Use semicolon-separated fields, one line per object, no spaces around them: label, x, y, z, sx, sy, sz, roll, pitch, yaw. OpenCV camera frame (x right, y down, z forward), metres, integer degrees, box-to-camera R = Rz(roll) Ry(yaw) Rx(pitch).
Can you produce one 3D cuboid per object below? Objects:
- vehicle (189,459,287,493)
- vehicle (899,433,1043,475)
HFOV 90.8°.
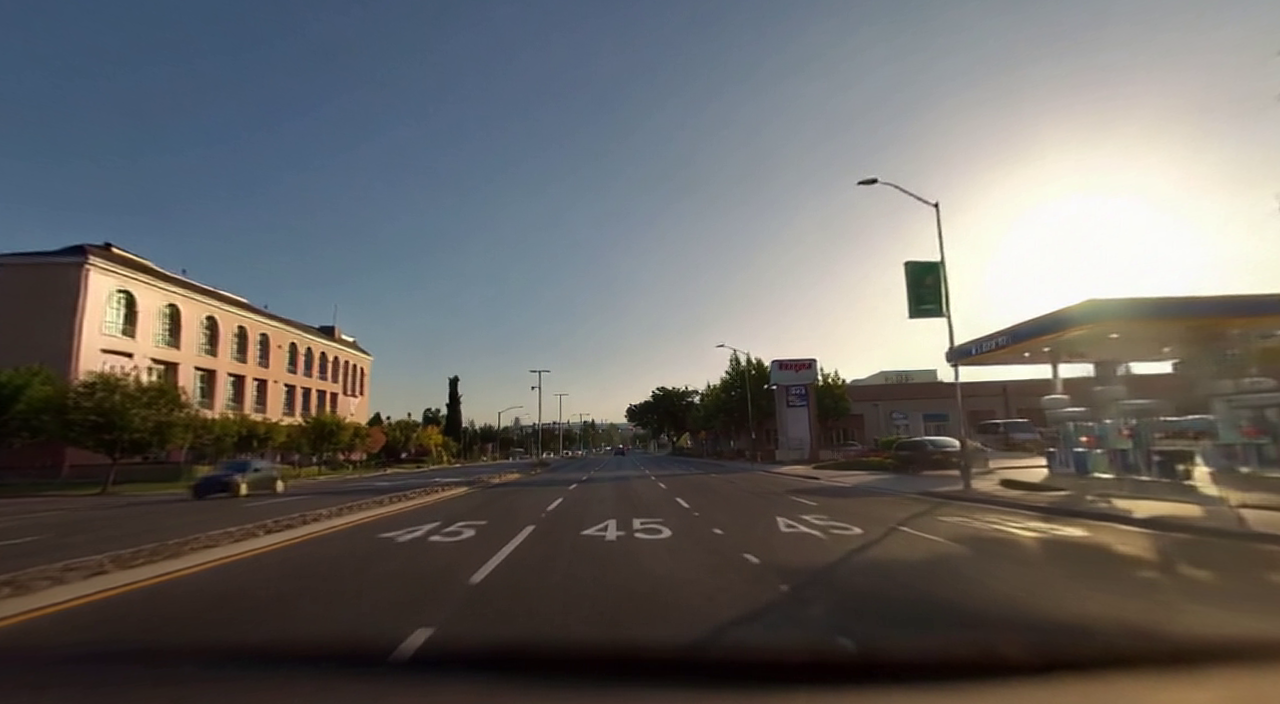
vehicle;-20.095;6.194;31.845;1.927;1.497;4.393;-1;-9;1
vehicle;12.934;4.010;24.901;4.548;1.568;1.953;0;-9;-2
